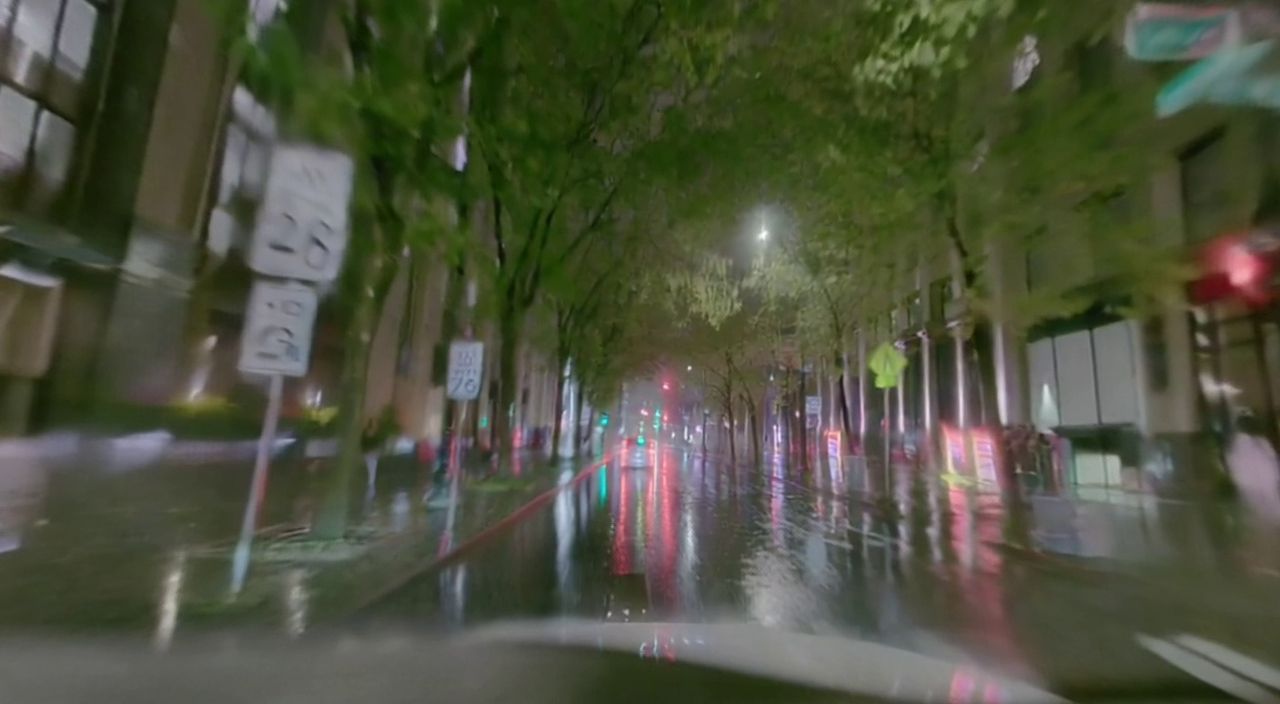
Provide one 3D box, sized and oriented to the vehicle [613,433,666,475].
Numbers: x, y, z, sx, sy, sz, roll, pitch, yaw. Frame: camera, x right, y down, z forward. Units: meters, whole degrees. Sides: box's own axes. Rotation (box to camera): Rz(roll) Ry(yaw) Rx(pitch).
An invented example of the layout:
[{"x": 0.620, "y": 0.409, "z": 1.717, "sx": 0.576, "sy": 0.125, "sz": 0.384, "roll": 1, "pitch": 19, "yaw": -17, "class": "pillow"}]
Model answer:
[{"x": -0.058, "y": 4.253, "z": 26.511, "sx": 2.079, "sy": 1.621, "sz": 3.861, "roll": 0, "pitch": -8, "yaw": -1, "class": "vehicle"}]
